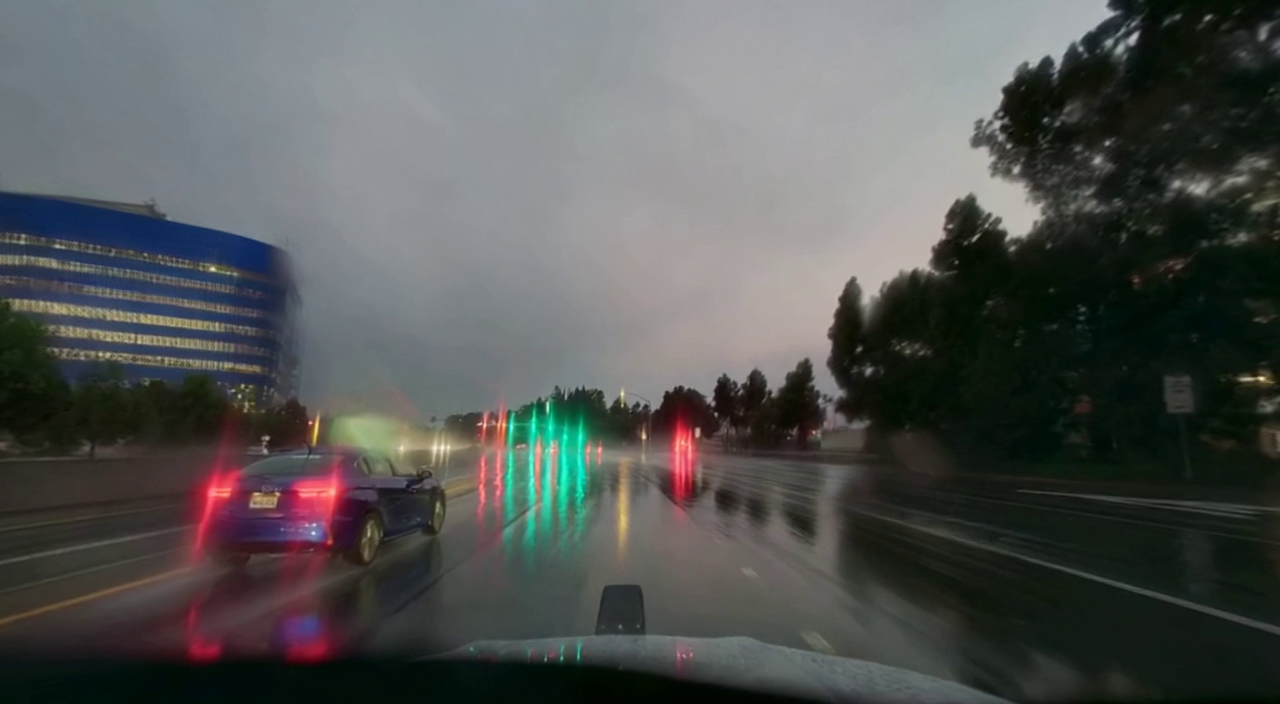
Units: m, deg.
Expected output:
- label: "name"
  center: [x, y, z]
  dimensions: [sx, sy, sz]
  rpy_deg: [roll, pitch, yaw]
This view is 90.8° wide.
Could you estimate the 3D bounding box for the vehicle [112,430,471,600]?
- label: "vehicle"
  center: [-3.667, 1.762, 7.820]
  dimensions: [2.018, 1.476, 4.364]
  rpy_deg: [0, -8, -1]
